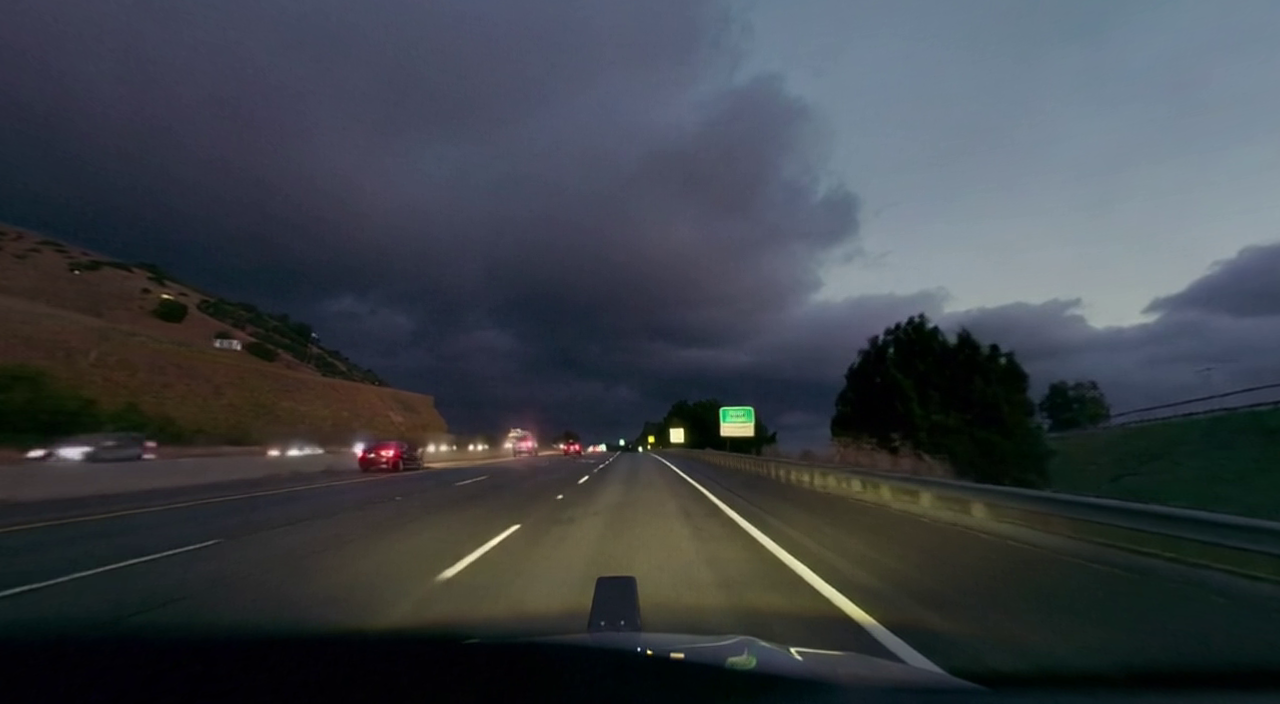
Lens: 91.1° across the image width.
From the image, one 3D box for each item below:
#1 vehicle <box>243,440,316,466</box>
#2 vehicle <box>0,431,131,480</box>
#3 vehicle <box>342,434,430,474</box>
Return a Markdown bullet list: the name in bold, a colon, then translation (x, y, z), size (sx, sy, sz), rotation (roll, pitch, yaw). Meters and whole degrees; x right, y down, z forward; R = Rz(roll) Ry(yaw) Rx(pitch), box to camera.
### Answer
- **vehicle**: translation (-21.858, 6.117, 38.284), size (1.784, 1.445, 4.491), rotation (0, -8, -1)
- **vehicle**: translation (-21.598, 3.770, 23.120), size (1.923, 1.595, 4.510), rotation (0, -8, 0)
- **vehicle**: translation (-11.151, 4.518, 27.989), size (2.001, 1.625, 4.528), rotation (0, -8, 0)
